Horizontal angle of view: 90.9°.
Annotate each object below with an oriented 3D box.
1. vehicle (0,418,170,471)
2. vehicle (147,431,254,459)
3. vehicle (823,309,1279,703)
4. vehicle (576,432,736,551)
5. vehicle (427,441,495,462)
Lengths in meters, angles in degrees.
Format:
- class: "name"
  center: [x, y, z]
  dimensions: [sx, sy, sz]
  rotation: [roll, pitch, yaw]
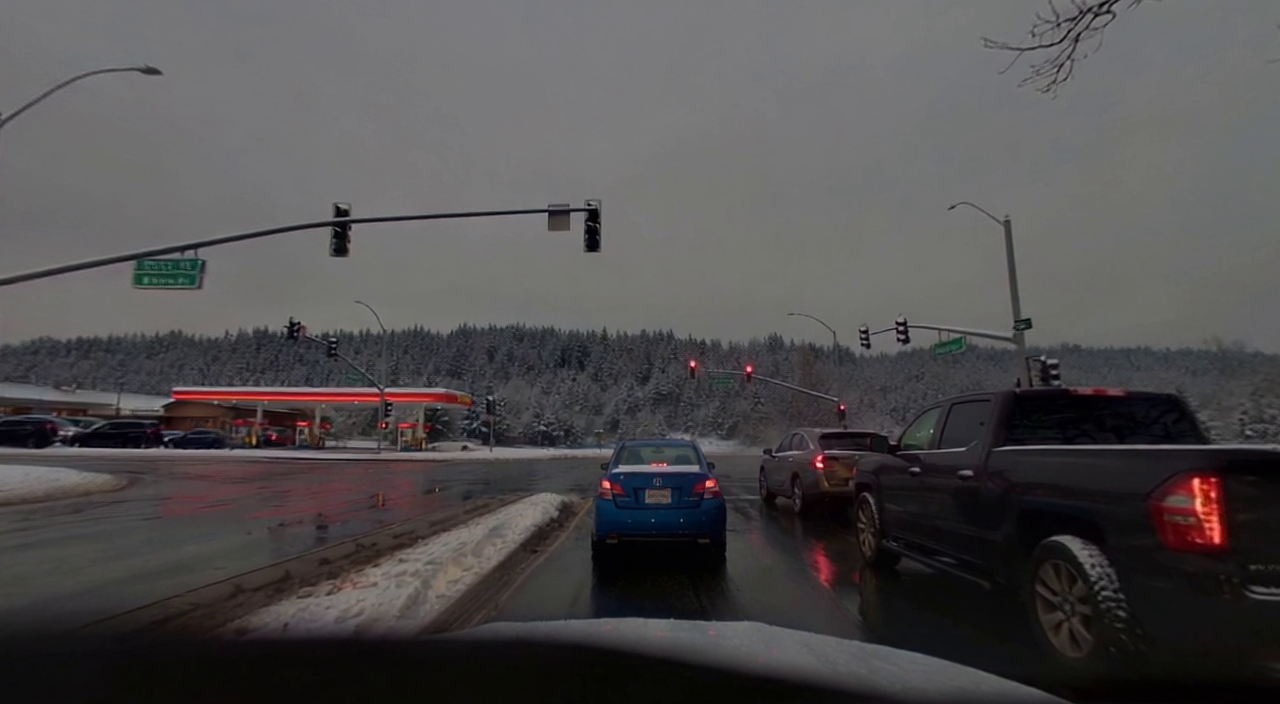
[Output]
- class: "vehicle"
  center: [-19.664, 3.245, 22.123]
  dimensions: [4.742, 1.720, 2.107]
  rotation: [-1, -8, 5]
- class: "vehicle"
  center: [-23.205, 4.906, 33.386]
  dimensions: [4.326, 1.420, 1.798]
  rotation: [-1, -8, 3]
- class: "vehicle"
  center: [3.530, 1.193, 5.117]
  dimensions: [2.277, 1.871, 6.143]
  rotation: [0, -8, 0]
- class: "vehicle"
  center: [0.210, 2.060, 9.982]
  dimensions: [2.027, 1.494, 3.824]
  rotation: [0, -8, 0]
- class: "vehicle"
  center: [-13.227, 7.364, 46.767]
  dimensions: [1.963, 1.460, 4.528]
  rotation: [-6, -11, 37]
